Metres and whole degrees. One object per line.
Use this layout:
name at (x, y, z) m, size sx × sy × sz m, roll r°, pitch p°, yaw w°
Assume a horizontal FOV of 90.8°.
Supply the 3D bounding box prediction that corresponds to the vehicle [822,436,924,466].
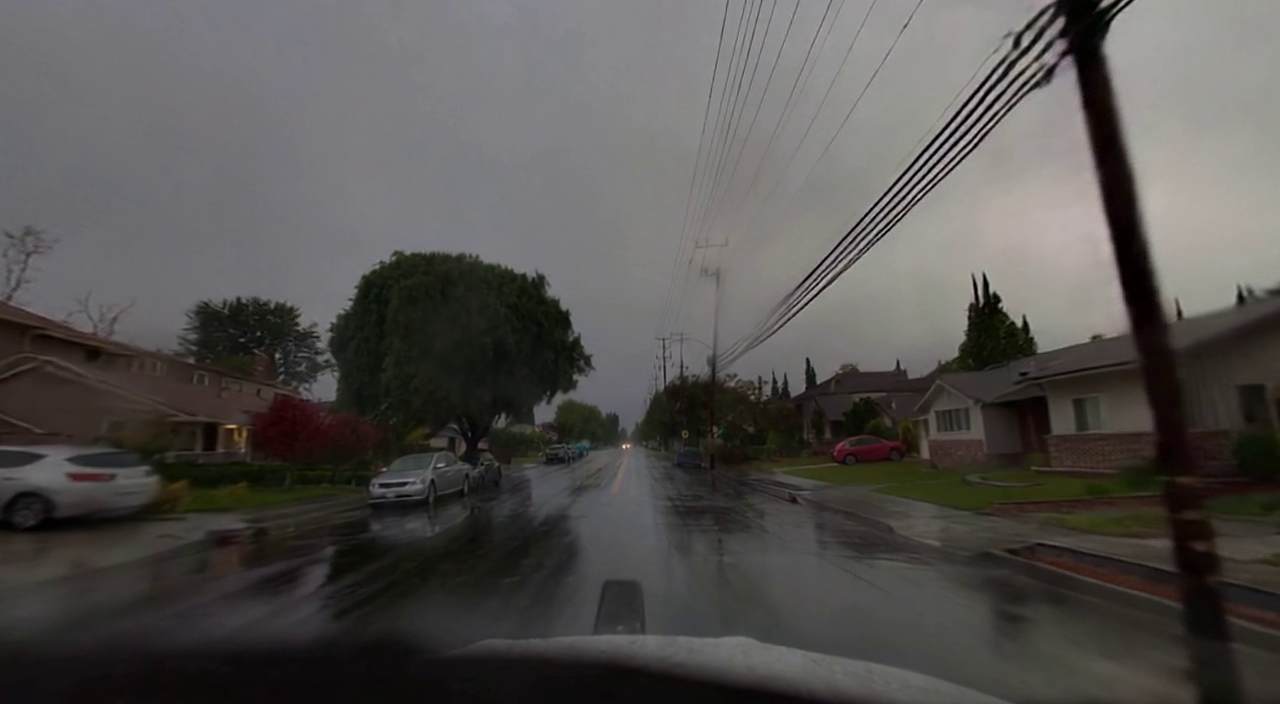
vehicle at (12.164, 5.181, 33.226) m, size 4.605 × 1.492 × 1.898 m, roll 0°, pitch -9°, yaw 0°

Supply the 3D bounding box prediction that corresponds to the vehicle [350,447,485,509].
vehicle at (-6.286, 3.600, 18.648) m, size 2.208 × 1.491 × 5.089 m, roll 0°, pitch -8°, yaw -1°

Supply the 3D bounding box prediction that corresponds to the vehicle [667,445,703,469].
vehicle at (2.952, 6.970, 41.919) m, size 1.925 × 1.482 × 4.326 m, roll 0°, pitch -9°, yaw -2°

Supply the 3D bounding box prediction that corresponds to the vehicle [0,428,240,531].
vehicle at (-12.125, 2.459, 12.451) m, size 6.619 × 1.759 × 2.632 m, roll -1°, pitch -9°, yaw -2°

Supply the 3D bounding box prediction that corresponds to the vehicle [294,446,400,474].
vehicle at (-15.915, 5.876, 34.494) m, size 4.833 × 1.489 × 1.987 m, roll -1°, pitch -9°, yaw 3°
